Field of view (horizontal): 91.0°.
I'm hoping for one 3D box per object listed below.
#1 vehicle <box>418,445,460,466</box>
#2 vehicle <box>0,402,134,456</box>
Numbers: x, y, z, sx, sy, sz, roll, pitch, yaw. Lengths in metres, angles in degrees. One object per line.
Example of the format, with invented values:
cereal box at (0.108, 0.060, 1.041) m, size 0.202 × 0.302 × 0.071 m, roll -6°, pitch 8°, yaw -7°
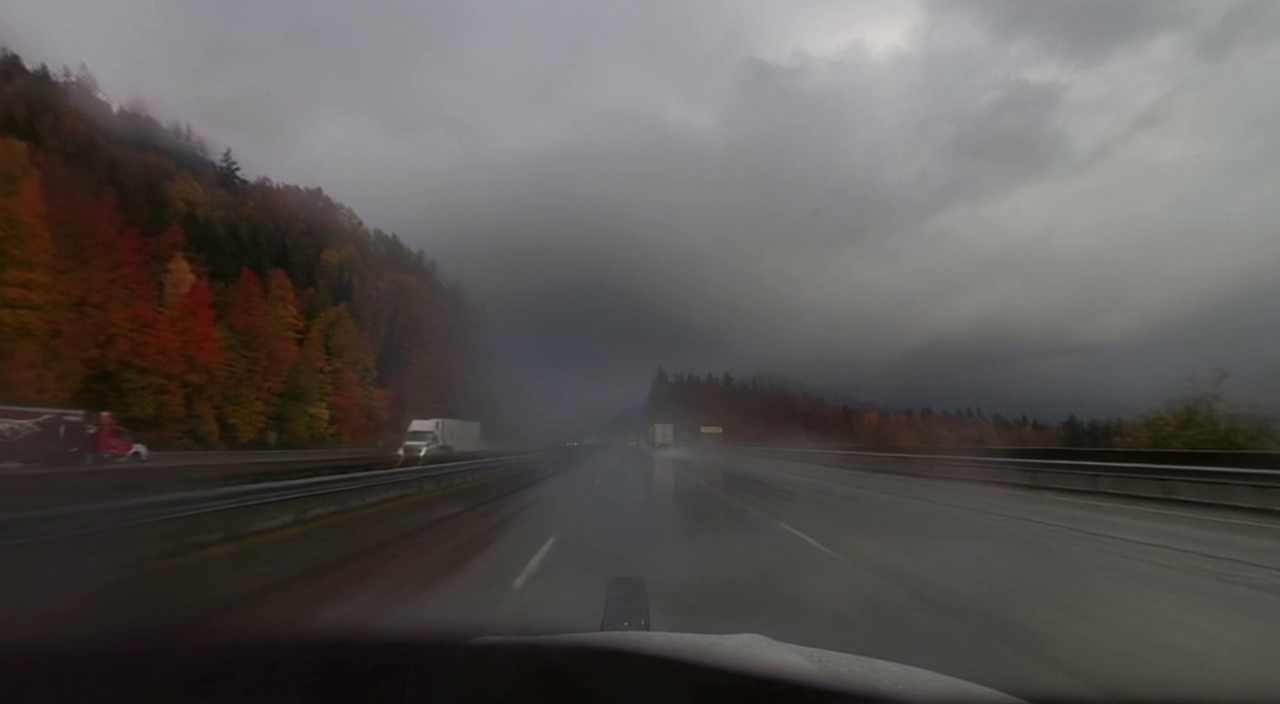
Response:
vehicle at (-15.382, 7.943, 48.382) m, size 1.757 × 1.521 × 4.154 m, roll 0°, pitch -8°, yaw 1°
vehicle at (-47.279, 5.591, 45.534) m, size 3.037 × 3.868 × 17.413 m, roll -3°, pitch -8°, yaw 19°
